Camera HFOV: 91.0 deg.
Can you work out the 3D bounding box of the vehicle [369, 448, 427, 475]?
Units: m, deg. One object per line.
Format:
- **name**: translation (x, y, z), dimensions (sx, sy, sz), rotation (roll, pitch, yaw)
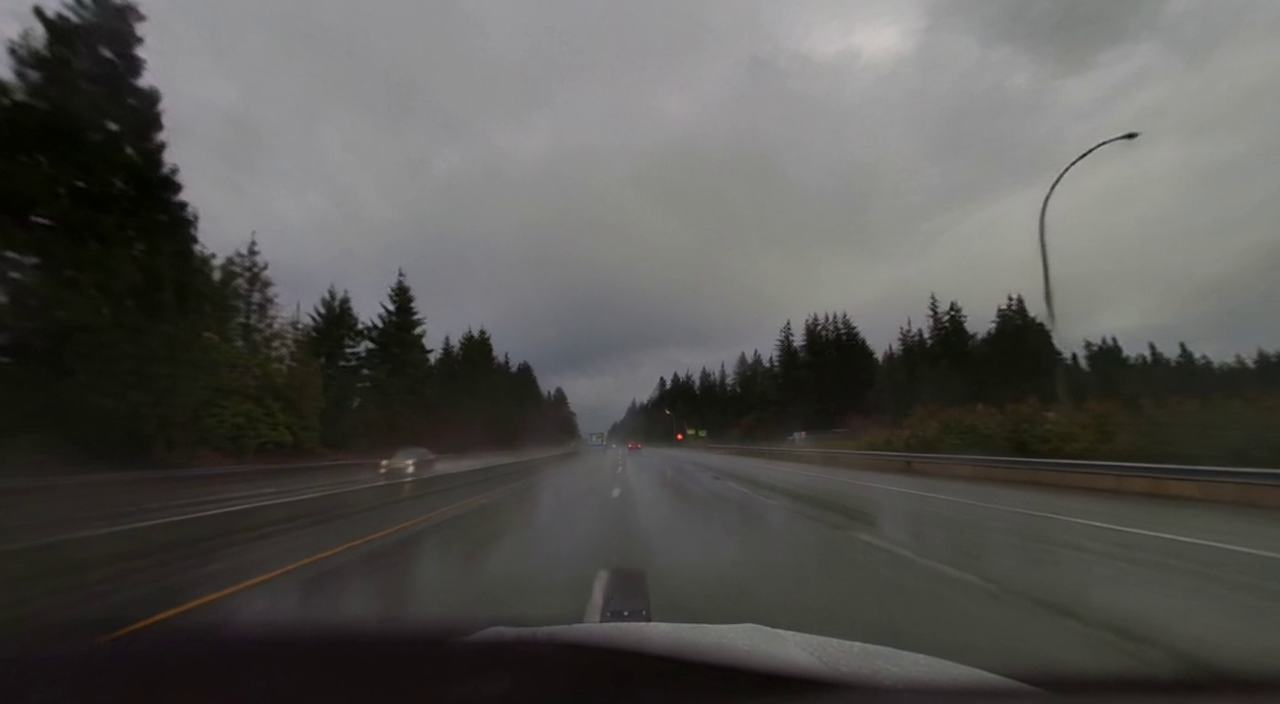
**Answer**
- **vehicle**: translation (-14.893, 6.735, 39.007), dimensions (1.877, 1.525, 4.464), rotation (0, -8, -1)
